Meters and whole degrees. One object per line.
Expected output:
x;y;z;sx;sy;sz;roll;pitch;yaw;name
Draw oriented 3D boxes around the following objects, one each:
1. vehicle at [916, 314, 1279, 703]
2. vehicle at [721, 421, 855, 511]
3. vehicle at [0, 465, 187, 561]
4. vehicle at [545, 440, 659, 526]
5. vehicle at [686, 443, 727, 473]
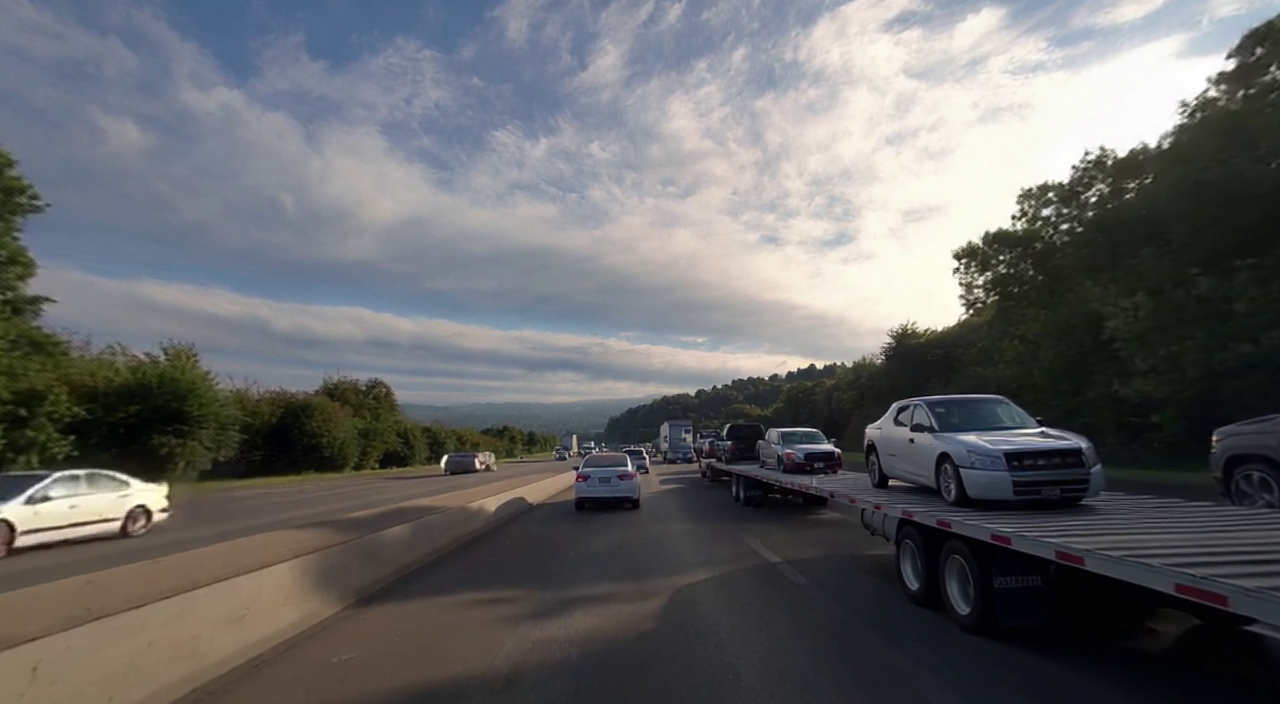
3.472;0.894;3.352;1.959;1.783;4.407;0;-9;0;vehicle
3.407;2.747;15.443;2.303;1.889;3.920;0;-9;0;vehicle
-11.341;3.007;12.338;2.089;1.482;3.770;0;-9;0;vehicle
-0.672;2.589;12.913;1.991;1.466;3.675;0;-9;0;vehicle
3.938;6.321;37.784;1.938;1.660;4.223;0;-9;0;vehicle
